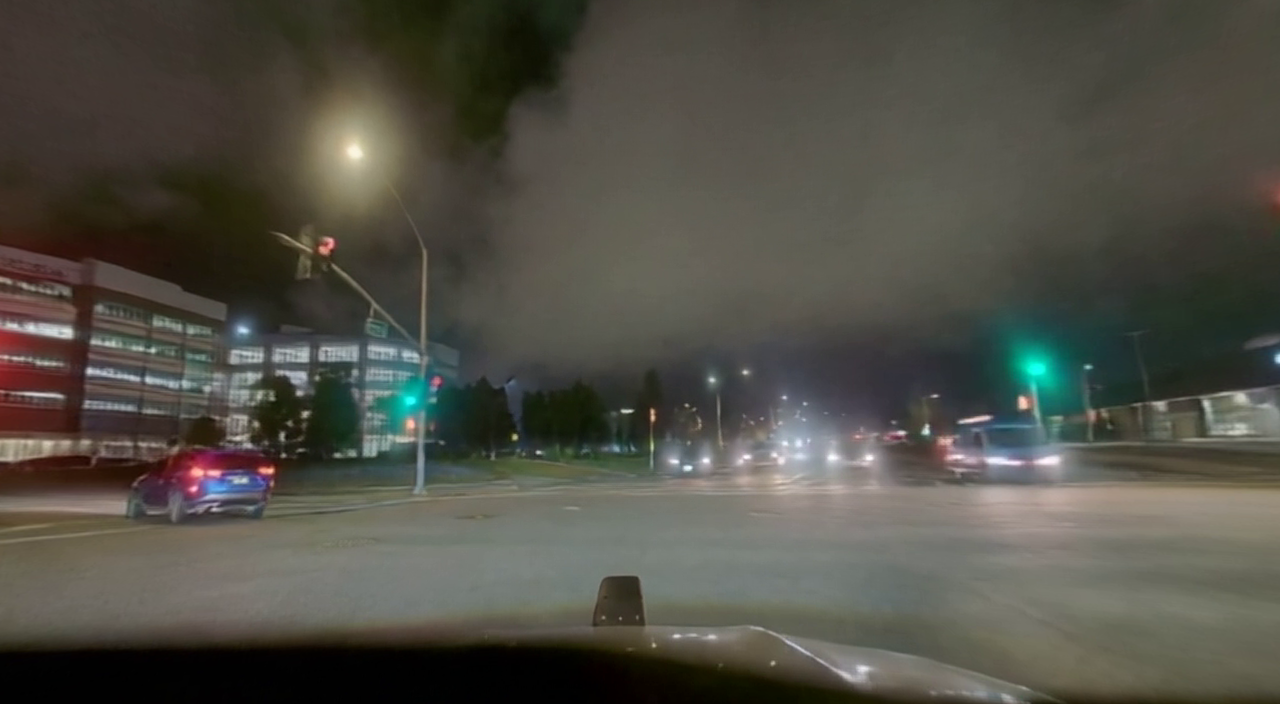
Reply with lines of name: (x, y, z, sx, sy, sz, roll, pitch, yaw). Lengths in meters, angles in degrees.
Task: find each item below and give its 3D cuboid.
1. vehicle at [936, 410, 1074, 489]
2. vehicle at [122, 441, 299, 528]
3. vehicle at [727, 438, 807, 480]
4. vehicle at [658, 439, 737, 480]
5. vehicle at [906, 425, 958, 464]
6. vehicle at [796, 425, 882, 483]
vehicle: (10.310, 2.831, 18.368, 2.160, 1.948, 4.784, -3, -9, 15)
vehicle: (-10.464, 3.088, 15.303, 4.445, 1.762, 2.238, -8, -11, 39)
vehicle: (5.226, 4.295, 25.587, 2.163, 1.529, 4.210, -5, -10, 25)
vehicle: (2.588, 4.645, 27.554, 2.005, 1.596, 4.342, -5, -10, 26)
vehicle: (17.558, 5.577, 38.221, 2.453, 2.122, 5.431, -4, -9, 22)
vehicle: (7.074, 3.540, 22.106, 2.162, 1.788, 4.603, -5, -10, 25)
